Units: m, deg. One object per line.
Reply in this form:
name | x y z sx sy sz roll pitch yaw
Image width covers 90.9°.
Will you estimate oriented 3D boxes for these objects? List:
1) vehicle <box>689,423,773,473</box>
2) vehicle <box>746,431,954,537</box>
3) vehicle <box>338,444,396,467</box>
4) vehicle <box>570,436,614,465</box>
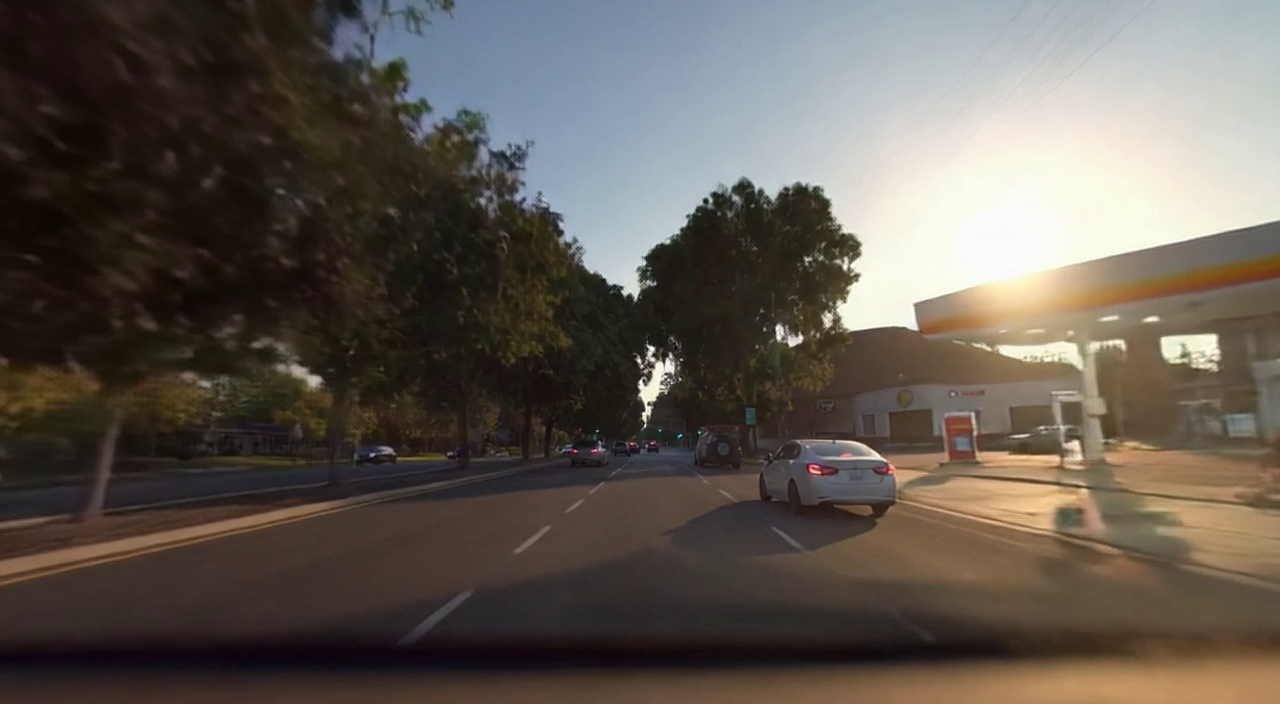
vehicle | 4.272 4.693 31.056 3.245 2.199 6.295 0 -8 0
vehicle | 3.339 2.195 11.220 2.095 1.475 4.686 0 -8 0
vehicle | -21.096 7.971 48.913 2.106 1.660 4.699 -1 -8 4
vehicle | -2.945 6.159 39.572 2.250 1.713 4.422 0 -8 2
